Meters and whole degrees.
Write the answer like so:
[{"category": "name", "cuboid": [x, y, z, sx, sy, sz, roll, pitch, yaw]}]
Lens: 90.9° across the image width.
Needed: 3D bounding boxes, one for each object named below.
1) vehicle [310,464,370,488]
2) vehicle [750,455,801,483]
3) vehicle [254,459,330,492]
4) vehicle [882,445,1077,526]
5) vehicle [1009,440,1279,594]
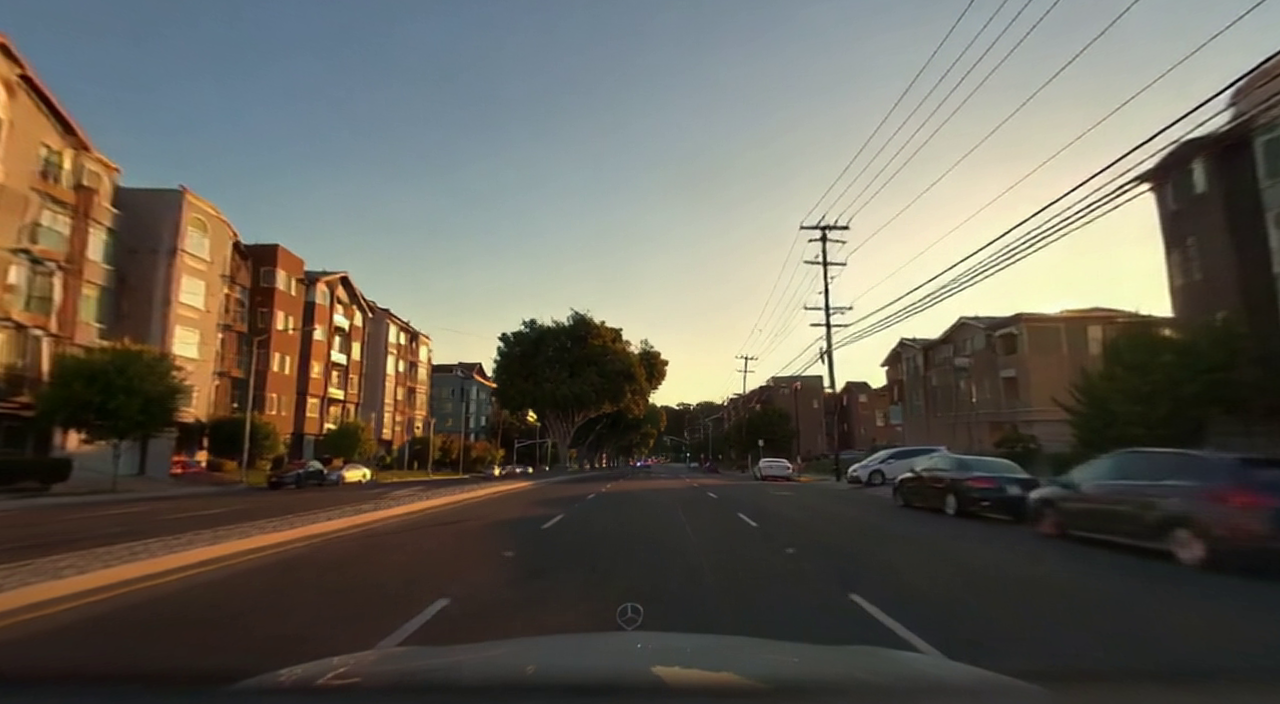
[{"category": "vehicle", "cuboid": [-21.522, 8.916, 45.531, 1.906, 1.487, 4.773, 0, -8, 1]}, {"category": "vehicle", "cuboid": [7.888, 6.864, 37.240, 1.986, 1.467, 4.412, 0, -8, -1]}, {"category": "vehicle", "cuboid": [-21.607, 7.650, 39.419, 1.895, 1.798, 4.703, -1, -8, 2]}, {"category": "vehicle", "cuboid": [7.216, 2.830, 14.039, 1.927, 1.494, 4.362, 0, -8, 0]}, {"category": "vehicle", "cuboid": [7.095, 1.895, 8.171, 1.875, 1.481, 4.434, 0, -8, -1]}]
